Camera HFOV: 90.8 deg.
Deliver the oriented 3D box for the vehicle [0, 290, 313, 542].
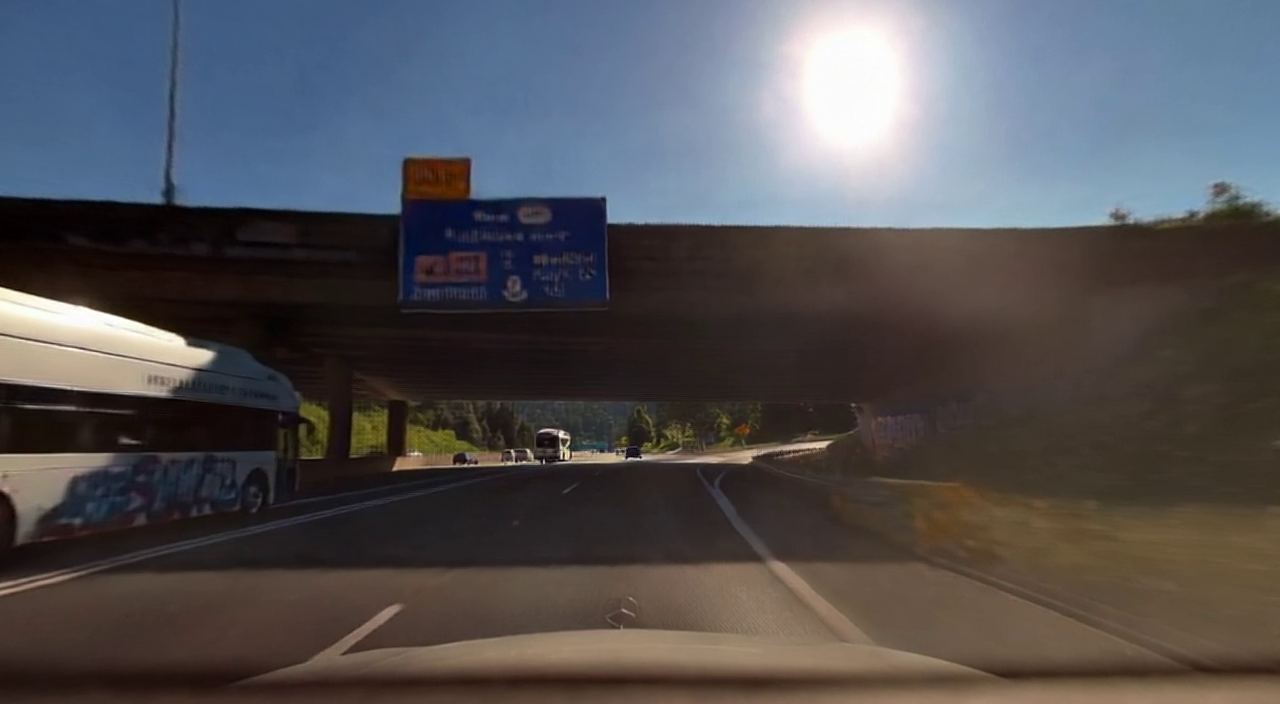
[{"bbox_3d":[-10.653,1.167,10.678,2.986,3.574,13.570,0,-9,0],"label":"vehicle"}]
